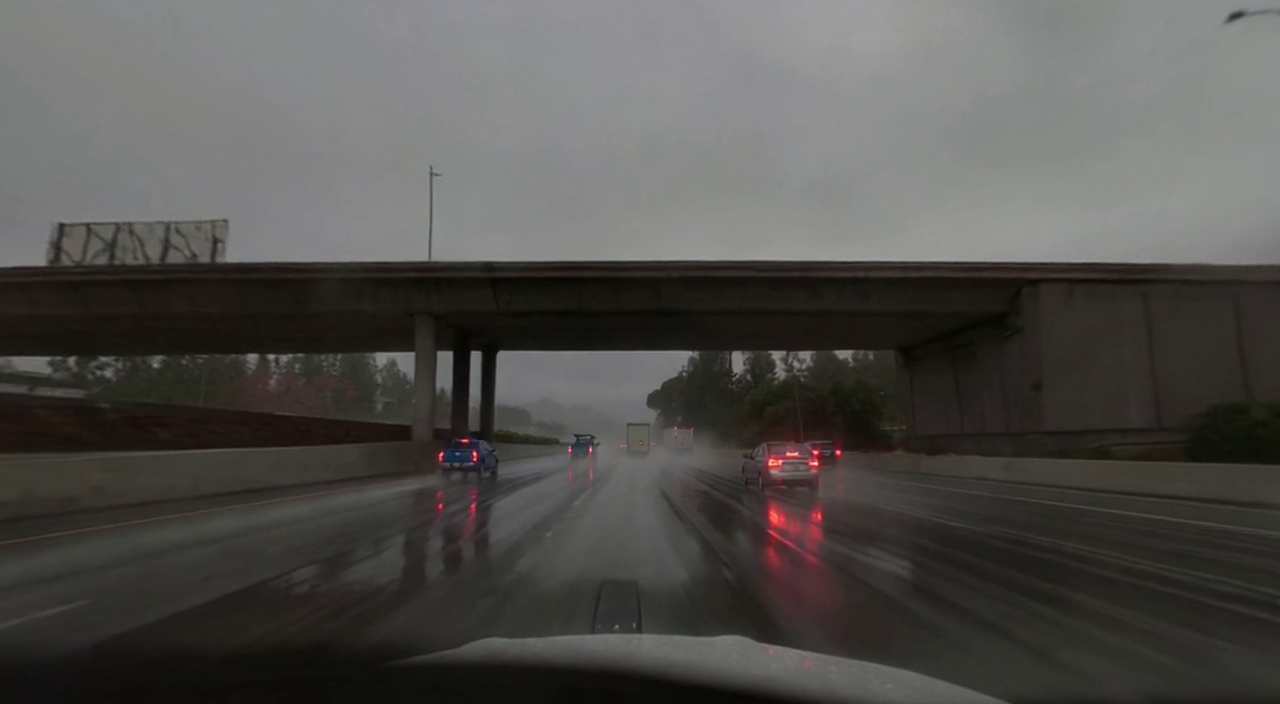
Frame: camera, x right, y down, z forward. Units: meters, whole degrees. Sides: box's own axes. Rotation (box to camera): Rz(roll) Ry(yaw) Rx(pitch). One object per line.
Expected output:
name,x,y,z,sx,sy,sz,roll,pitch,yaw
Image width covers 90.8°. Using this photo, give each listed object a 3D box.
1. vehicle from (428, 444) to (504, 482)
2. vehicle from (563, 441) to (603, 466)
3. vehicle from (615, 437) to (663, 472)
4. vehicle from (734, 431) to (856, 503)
vehicle,-7.314,4.691,27.077,1.947,1.444,4.595,0,-9,0
vehicle,-4.100,7.431,46.544,2.535,1.715,5.030,0,-9,-1
vehicle,-0.083,5.872,36.421,2.572,1.837,5.693,0,-9,0
vehicle,3.924,2.993,16.806,2.119,1.653,4.000,0,-9,-2
